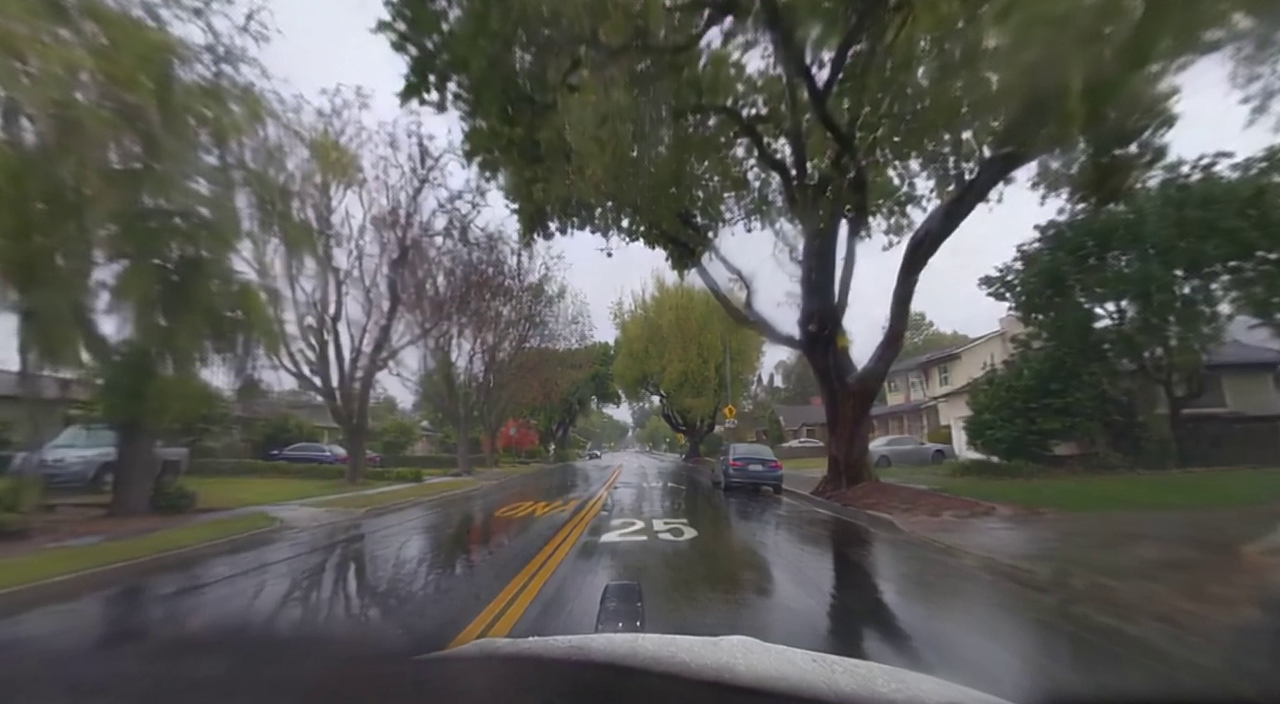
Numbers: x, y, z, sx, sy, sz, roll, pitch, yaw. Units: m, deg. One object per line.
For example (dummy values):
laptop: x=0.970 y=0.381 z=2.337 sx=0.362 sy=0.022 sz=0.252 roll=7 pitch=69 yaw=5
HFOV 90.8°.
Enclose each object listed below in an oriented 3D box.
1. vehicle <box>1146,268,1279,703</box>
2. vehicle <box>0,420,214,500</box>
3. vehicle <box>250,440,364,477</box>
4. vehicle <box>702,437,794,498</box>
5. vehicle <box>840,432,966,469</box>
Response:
vehicle: x=3.109 y=0.316 z=0.355 sx=2.007 sy=1.702 sz=4.430 roll=-1 pitch=-8 yaw=1
vehicle: x=-14.405 y=2.942 z=17.541 sx=1.933 sy=1.837 sz=4.670 roll=-2 pitch=-8 yaw=-1
vehicle: x=-16.135 y=5.182 z=30.806 sx=4.331 sy=1.738 sz=2.067 roll=0 pitch=-9 yaw=1
vehicle: x=3.148 y=3.470 z=19.448 sx=1.988 sy=1.618 sz=4.567 roll=0 pitch=-8 yaw=-1
vehicle: x=11.284 y=4.278 z=27.375 sx=4.472 sy=1.481 sz=2.143 roll=-1 pitch=-8 yaw=0
